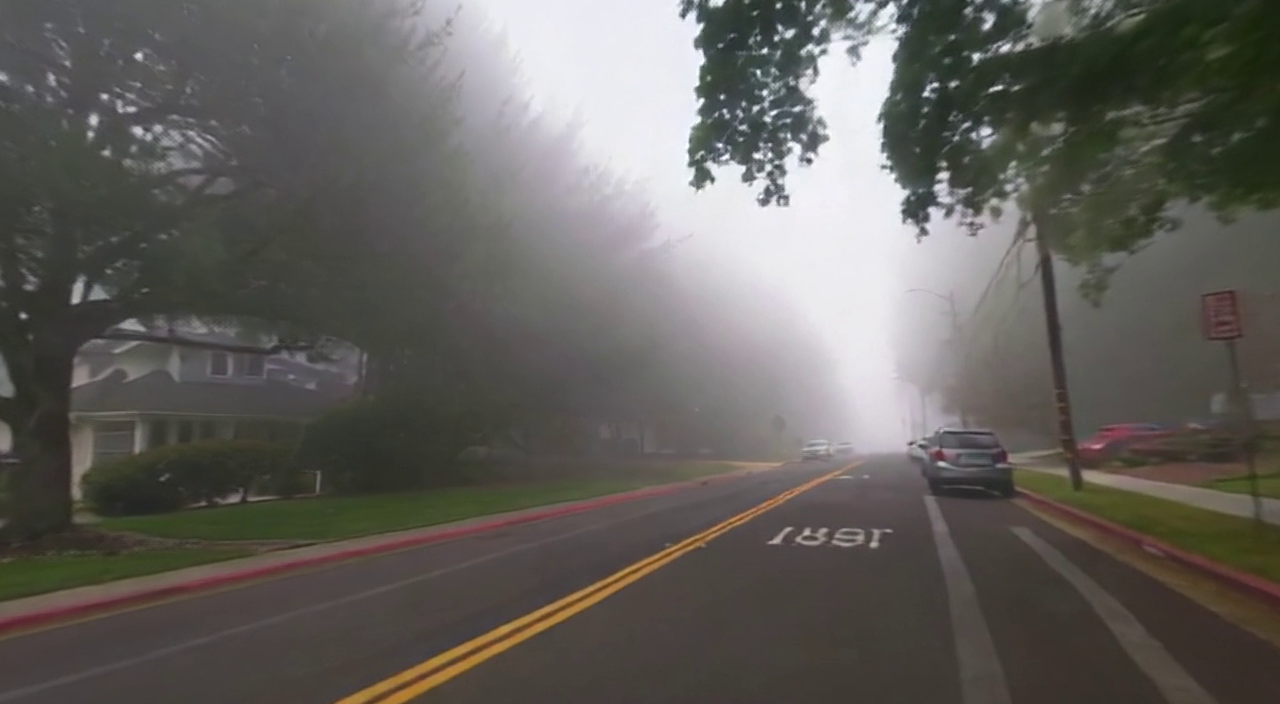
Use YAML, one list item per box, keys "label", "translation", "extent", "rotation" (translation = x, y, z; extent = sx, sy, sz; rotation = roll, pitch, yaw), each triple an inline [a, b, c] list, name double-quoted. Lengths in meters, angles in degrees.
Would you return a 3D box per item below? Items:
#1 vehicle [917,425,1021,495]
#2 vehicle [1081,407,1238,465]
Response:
- label: "vehicle"
  translation: [9.445, 3.102, 18.512]
  extent: [2.204, 1.776, 4.262]
  rotation: [-4, -9, 22]
- label: "vehicle"
  translation: [19.617, 3.178, 23.962]
  extent: [4.390, 1.696, 1.954]
  rotation: [-4, -8, -9]
